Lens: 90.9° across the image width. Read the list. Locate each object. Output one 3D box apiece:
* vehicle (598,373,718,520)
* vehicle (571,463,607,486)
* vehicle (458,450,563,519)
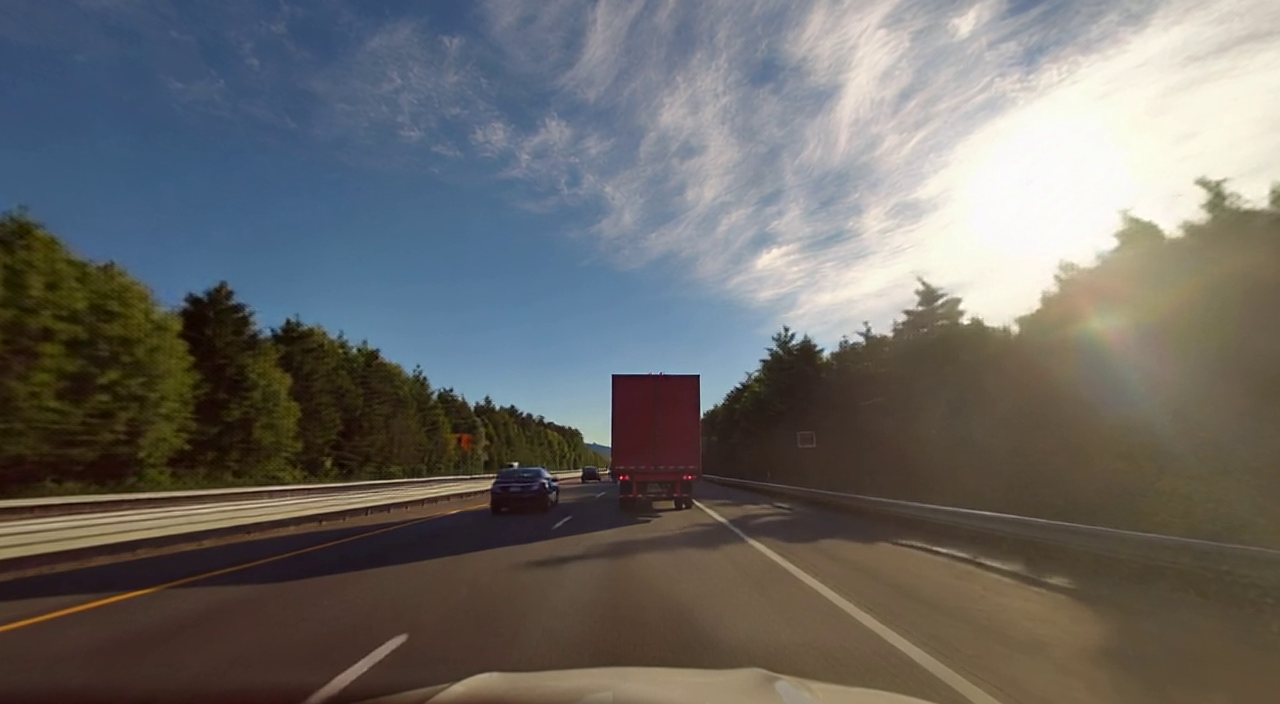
[{"bbox_3d":[0.379,3.251,20.835,3.008,3.678,9.512,1,-10,-1],"label":"vehicle"},{"bbox_3d":[-3.524,8.632,44.422,2.079,1.506,4.821,0,-10,1],"label":"vehicle"},{"bbox_3d":[-3.558,3.783,18.281,2.076,1.691,4.555,1,-10,0],"label":"vehicle"}]
